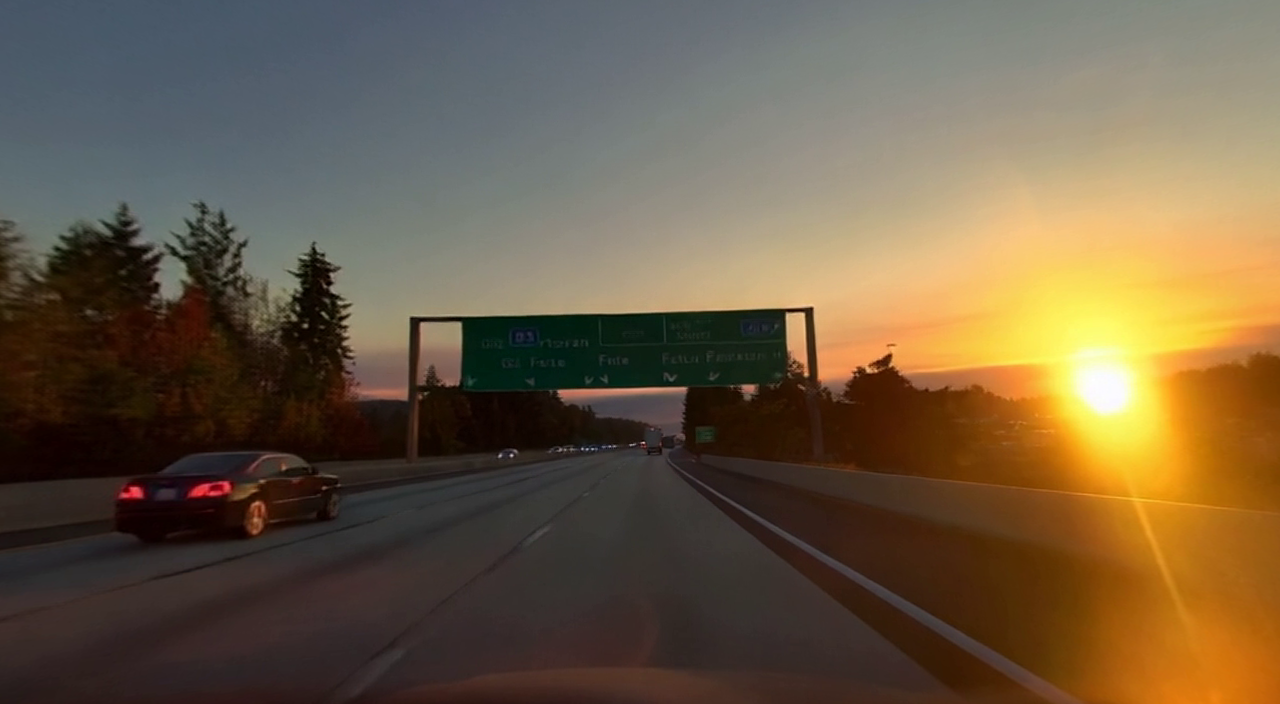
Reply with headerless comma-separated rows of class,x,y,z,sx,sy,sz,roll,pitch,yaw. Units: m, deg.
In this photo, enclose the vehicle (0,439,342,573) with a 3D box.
vehicle,-6.583,2.133,9.518,1.956,1.538,4.318,0,-9,0
